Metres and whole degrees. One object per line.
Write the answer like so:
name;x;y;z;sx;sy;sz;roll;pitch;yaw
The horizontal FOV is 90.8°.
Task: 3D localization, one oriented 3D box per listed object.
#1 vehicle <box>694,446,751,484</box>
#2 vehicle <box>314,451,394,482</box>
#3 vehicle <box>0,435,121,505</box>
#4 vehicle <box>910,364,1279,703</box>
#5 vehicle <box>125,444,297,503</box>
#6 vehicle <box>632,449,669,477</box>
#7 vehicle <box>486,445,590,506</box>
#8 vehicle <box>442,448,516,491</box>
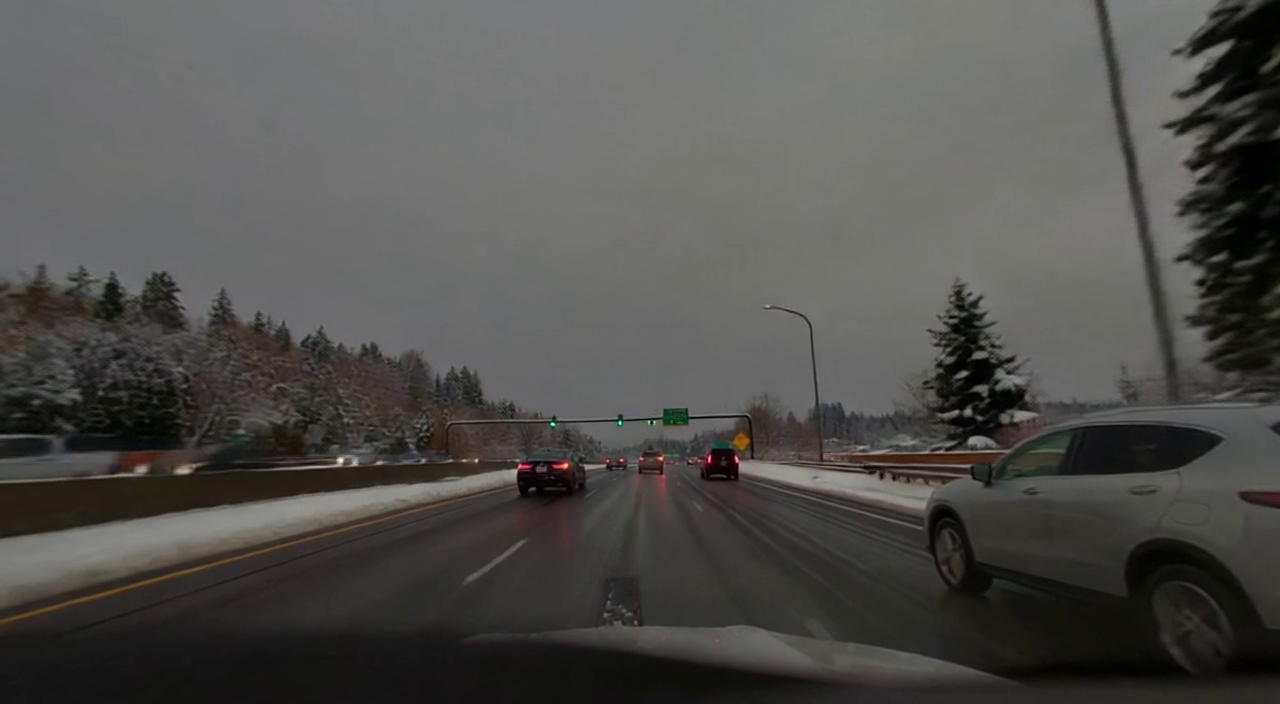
vehicle;4.055;5.645;31.876;2.320;1.735;4.408;0;-9;1
vehicle;-14.563;5.832;32.467;1.854;1.449;4.476;-1;-9;3
vehicle;-15.921;2.898;15.709;2.032;1.616;4.579;0;-9;1
vehicle;3.765;1.124;4.025;2.029;1.716;4.545;0;-9;0
vehicle;-12.212;3.458;18.438;1.803;1.478;4.435;0;-9;2
vehicle;0.778;7.487;42.810;2.408;1.748;4.217;0;-9;3
vehicle;-2.768;3.497;18.393;2.130;1.514;4.766;0;-9;2
vehicle;-6.093;4.466;24.292;1.835;1.504;3.612;0;-9;1
